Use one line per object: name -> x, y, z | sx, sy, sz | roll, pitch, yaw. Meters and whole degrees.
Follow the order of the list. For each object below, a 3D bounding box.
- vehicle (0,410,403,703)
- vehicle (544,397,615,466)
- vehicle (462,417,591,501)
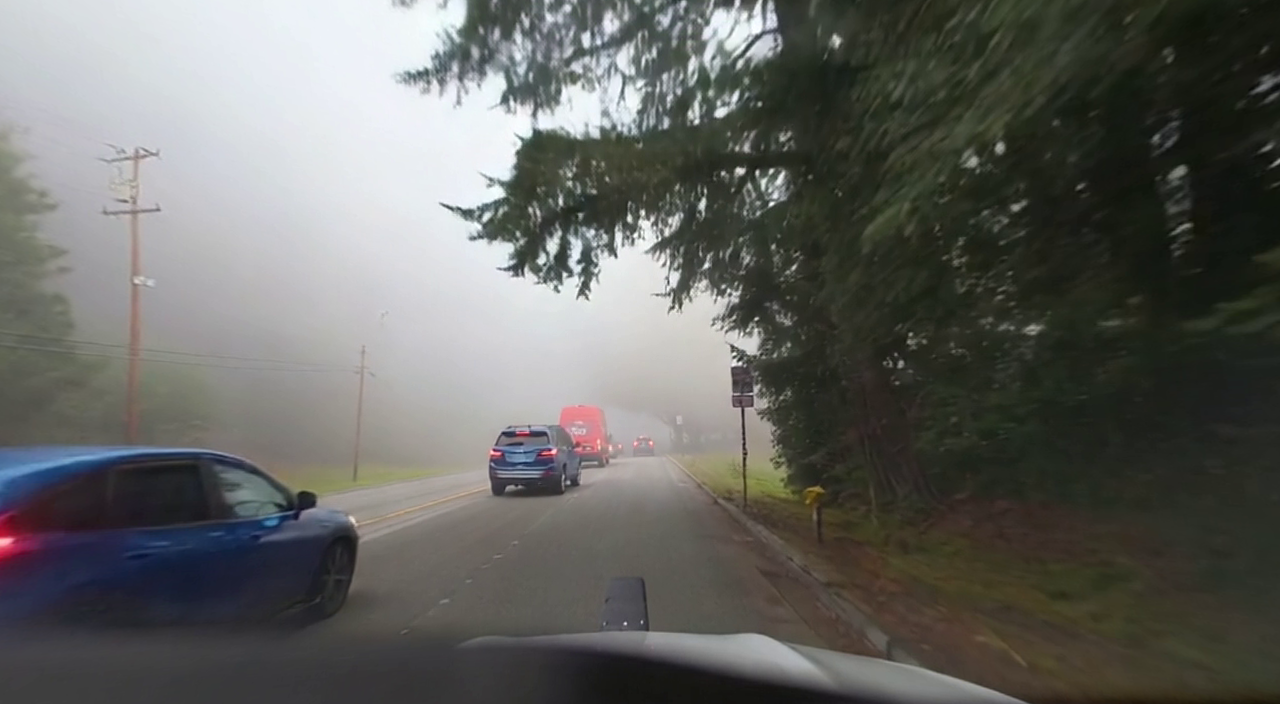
vehicle -> -3.269, 1.139, 3.582 | 1.966, 1.466, 4.699 | -1, -8, 1
vehicle -> -2.973, 4.327, 33.767 | 2.818, 3.181, 9.114 | -1, -8, 1
vehicle -> -2.702, 2.747, 16.626 | 2.187, 1.821, 5.501 | -1, -8, 2
